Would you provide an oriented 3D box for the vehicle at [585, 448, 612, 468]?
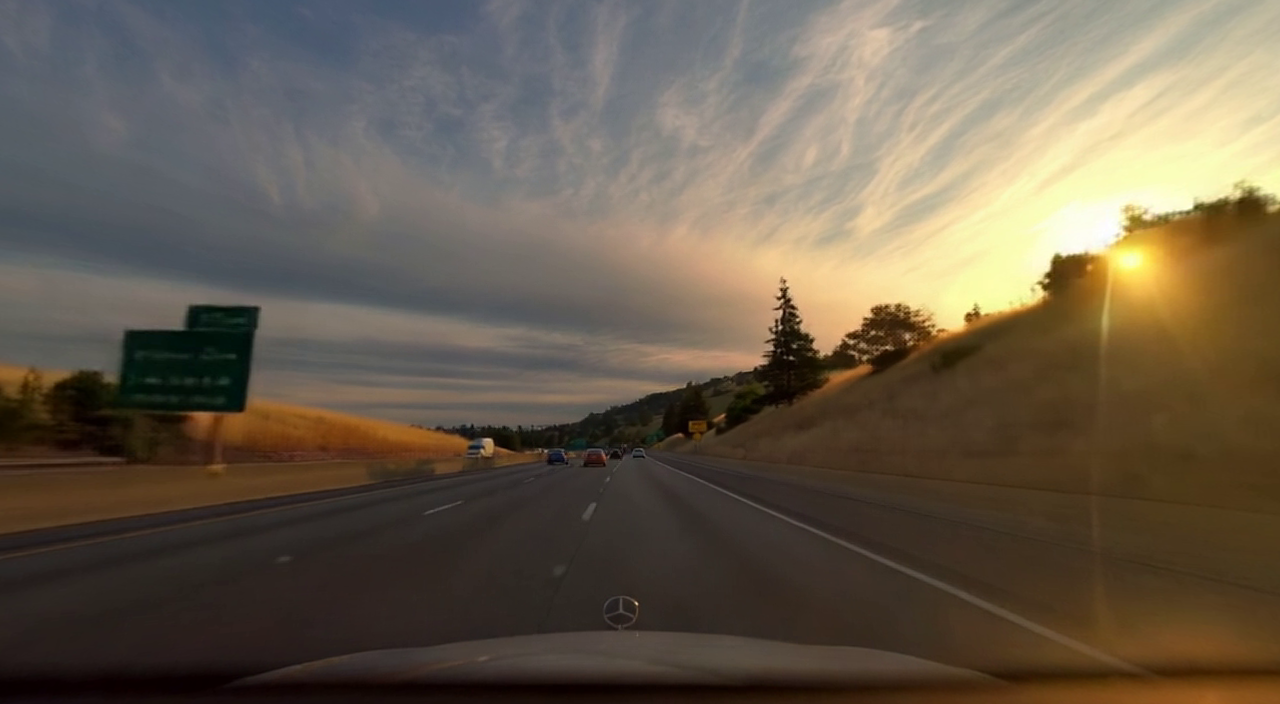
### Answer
[{"bbox_3d":[-3.145,8.079,47.935,1.895,1.482,3.852,0,-9,-1],"label":"vehicle"}]
